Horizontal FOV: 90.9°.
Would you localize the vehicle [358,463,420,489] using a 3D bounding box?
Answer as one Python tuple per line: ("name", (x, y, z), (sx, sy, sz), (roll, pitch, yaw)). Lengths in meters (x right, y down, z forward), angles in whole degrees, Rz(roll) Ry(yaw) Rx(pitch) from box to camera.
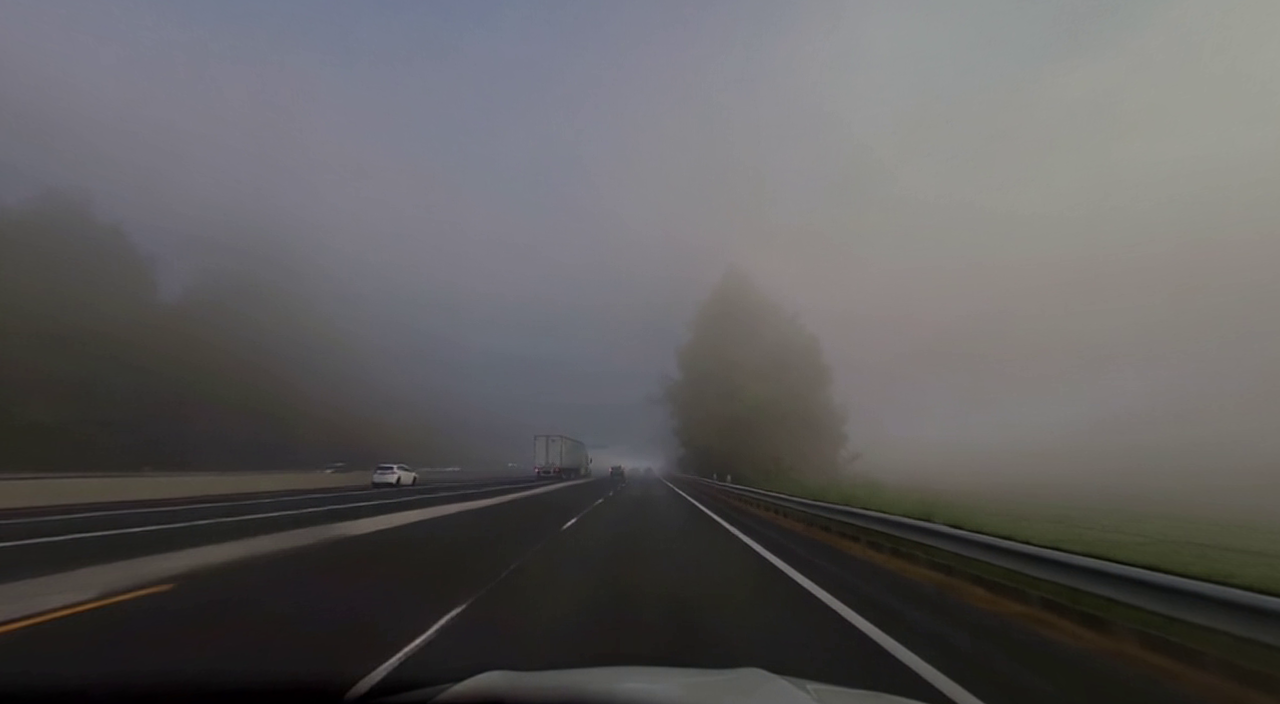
("vehicle", (-14.841, 7.350, 37.491), (1.745, 1.430, 4.252), (0, -10, 3))
